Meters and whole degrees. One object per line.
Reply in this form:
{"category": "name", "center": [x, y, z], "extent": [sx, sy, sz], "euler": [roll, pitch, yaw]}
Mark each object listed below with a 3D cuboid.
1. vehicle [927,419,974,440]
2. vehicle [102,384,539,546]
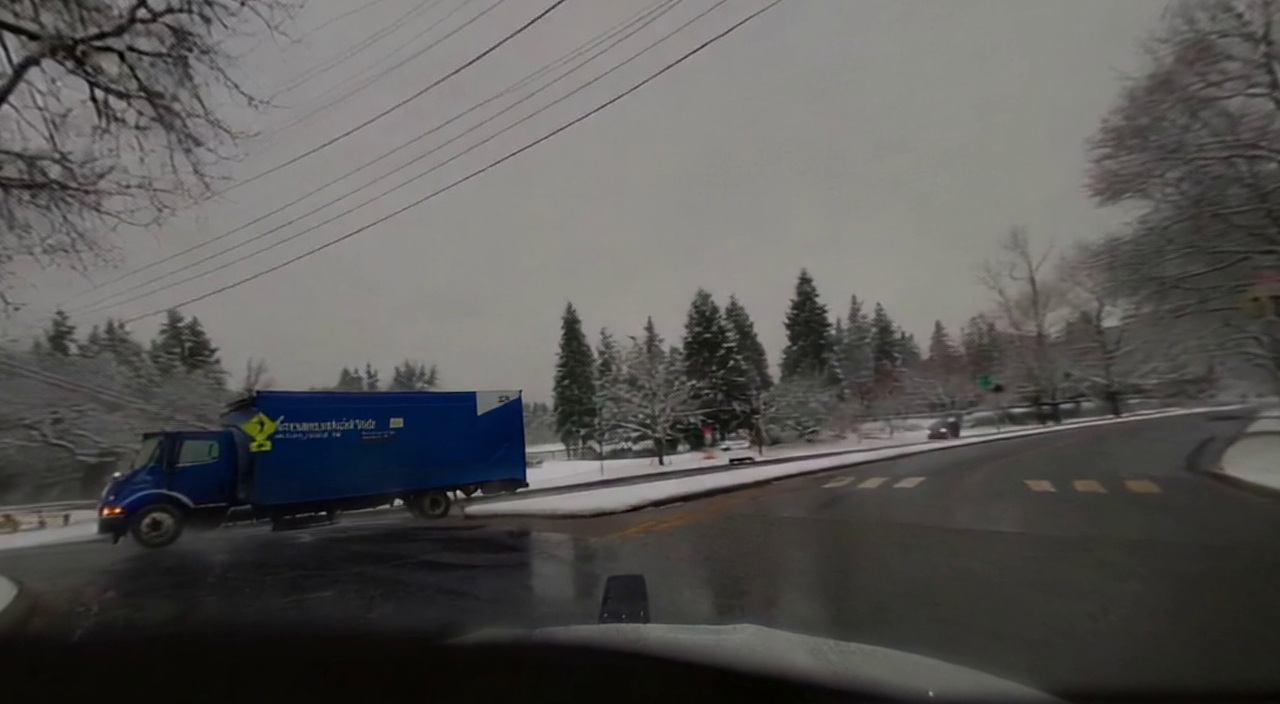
{"category": "vehicle", "center": [23.400, 5.865, 47.240], "extent": [4.075, 1.523, 1.837], "euler": [8, -11, -44]}
{"category": "vehicle", "center": [-7.815, 2.675, 16.884], "extent": [9.680, 3.326, 2.838], "euler": [3, -8, -34]}
